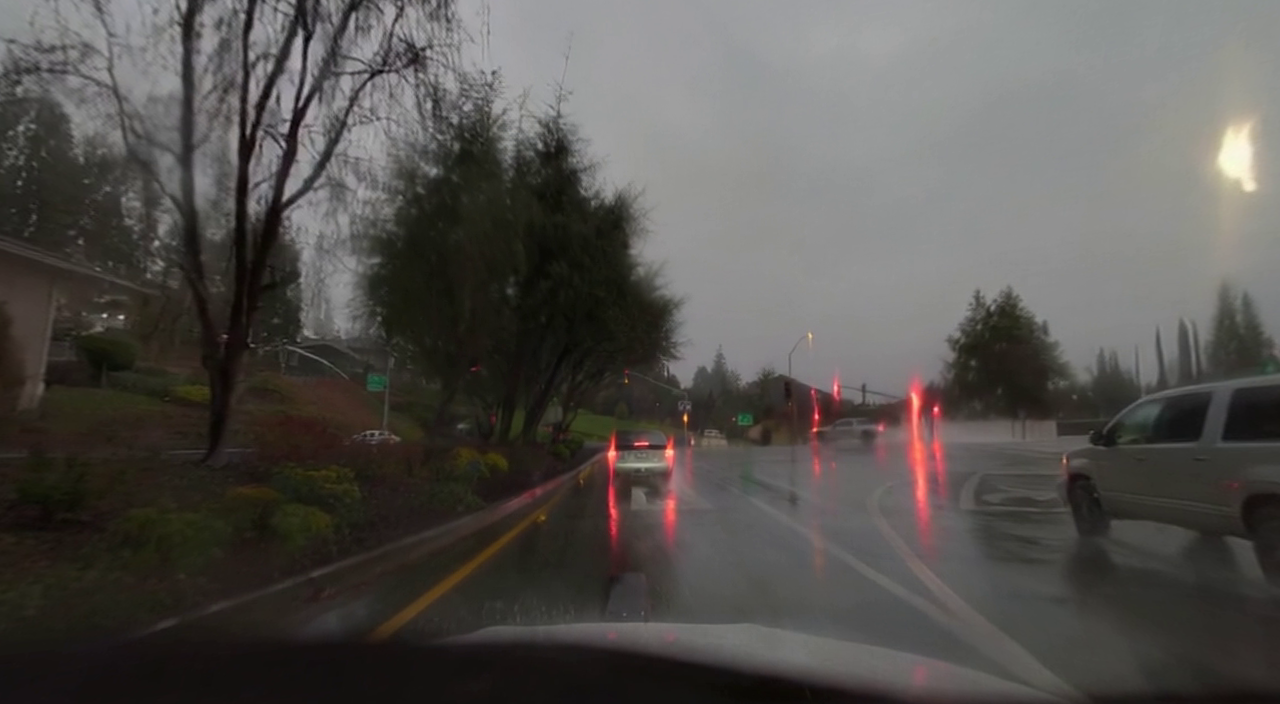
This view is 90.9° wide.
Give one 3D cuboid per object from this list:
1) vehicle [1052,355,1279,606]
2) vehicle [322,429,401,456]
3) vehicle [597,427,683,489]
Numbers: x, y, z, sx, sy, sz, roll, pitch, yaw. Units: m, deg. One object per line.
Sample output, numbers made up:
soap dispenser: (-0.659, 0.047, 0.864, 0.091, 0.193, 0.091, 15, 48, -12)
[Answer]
vehicle: (6.185, 1.163, 6.015, 2.084, 1.870, 5.068, -2, -9, 13)
vehicle: (-17.757, 5.785, 40.369, 4.200, 1.639, 1.844, -1, -8, 1)
vehicle: (-0.001, 2.880, 17.447, 2.056, 1.473, 4.380, 0, -8, 0)
